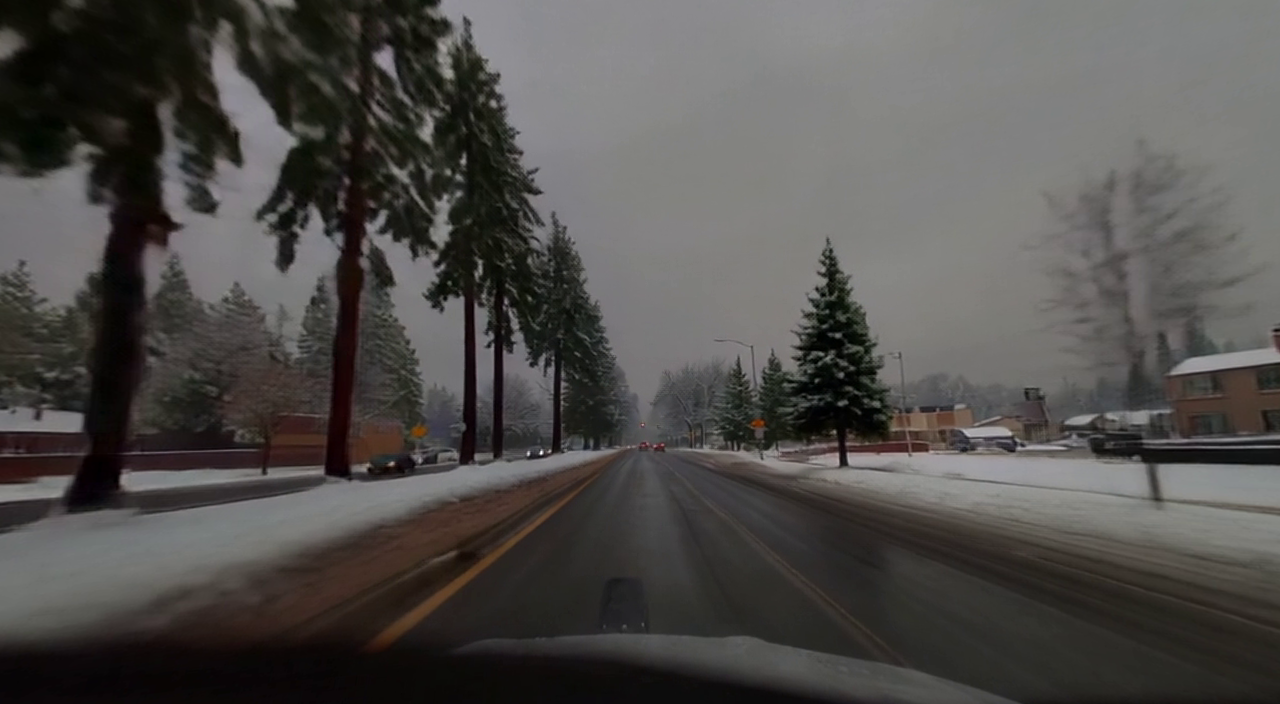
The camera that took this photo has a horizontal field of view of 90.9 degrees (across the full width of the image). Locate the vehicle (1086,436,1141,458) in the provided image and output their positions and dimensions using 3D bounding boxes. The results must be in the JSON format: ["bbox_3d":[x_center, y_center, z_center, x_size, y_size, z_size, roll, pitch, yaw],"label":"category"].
[{"bbox_3d":[32.670,6.570,43.636,1.868,1.434,4.425,-3,-9,21],"label":"vehicle"}]

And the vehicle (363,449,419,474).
[{"bbox_3d":[-16.441,7.224,41.922,1.928,1.531,4.329,0,-8,0],"label":"vehicle"}]

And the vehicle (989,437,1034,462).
[{"bbox_3d":[26.025,6.802,44.314,1.823,1.466,4.676,-7,-8,20],"label":"vehicle"}]
